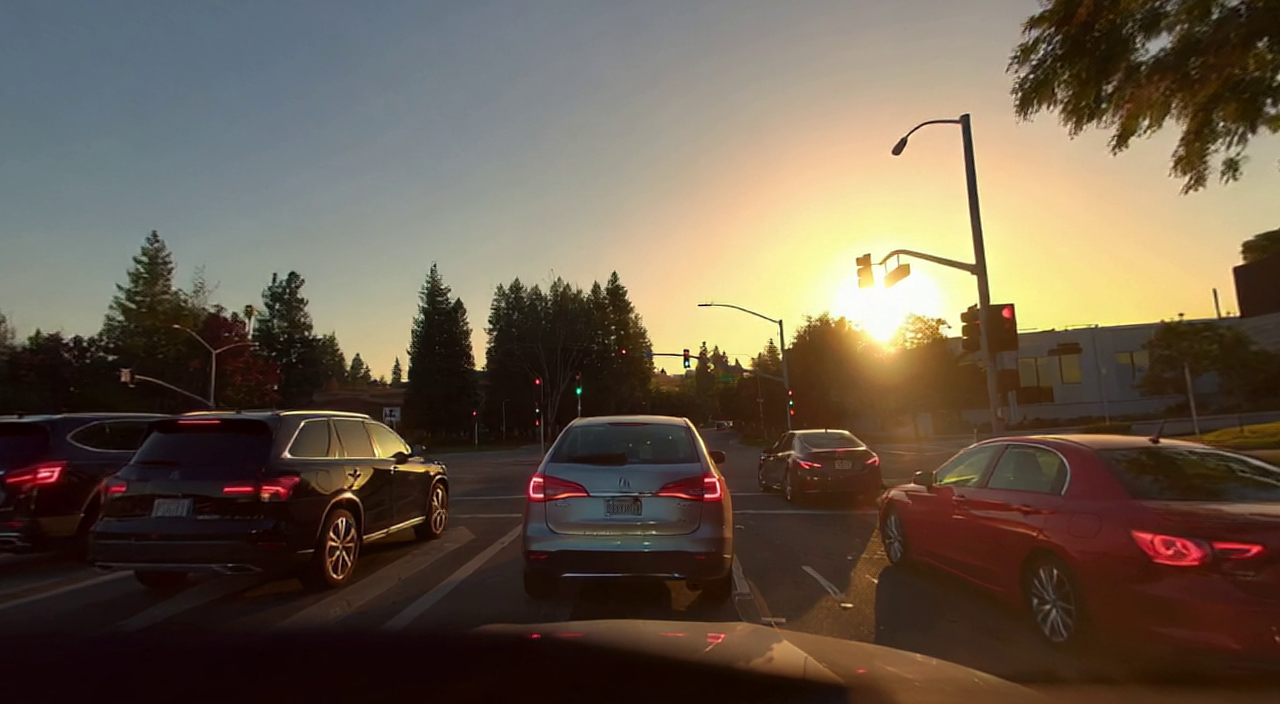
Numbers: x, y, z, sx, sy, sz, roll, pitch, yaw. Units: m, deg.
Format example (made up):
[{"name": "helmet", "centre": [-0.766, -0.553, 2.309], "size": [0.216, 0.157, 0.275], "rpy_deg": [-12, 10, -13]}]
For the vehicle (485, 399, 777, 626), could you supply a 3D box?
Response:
[{"name": "vehicle", "centre": [-0.042, 1.395, 6.306], "size": [2.047, 1.579, 3.642], "rpy_deg": [0, -8, 1]}]

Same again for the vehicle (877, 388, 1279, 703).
[{"name": "vehicle", "centre": [3.596, 1.204, 4.603], "size": [2.010, 1.486, 4.498], "rpy_deg": [0, -8, 1]}]

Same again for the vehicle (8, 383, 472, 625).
[{"name": "vehicle", "centre": [-3.548, 1.428, 6.858], "size": [2.014, 1.755, 4.360], "rpy_deg": [0, -8, 3]}]
